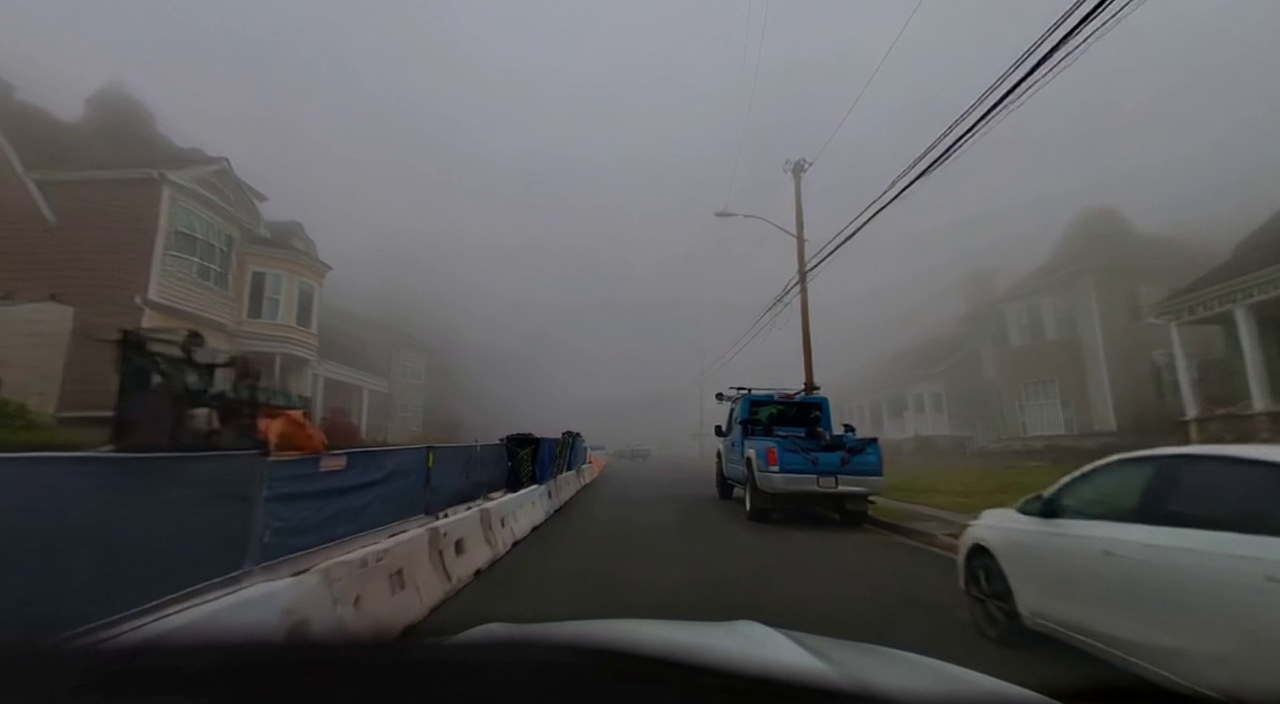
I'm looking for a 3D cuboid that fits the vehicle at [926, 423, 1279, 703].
[{"bbox_3d":[3.302,1.149,3.226,1.821,1.530,3.846,0,-8,-1],"label":"vehicle"}]

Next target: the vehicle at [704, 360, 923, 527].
[{"bbox_3d":[3.243,1.940,13.796,2.879,2.801,6.142,0,-8,-2],"label":"vehicle"}]
